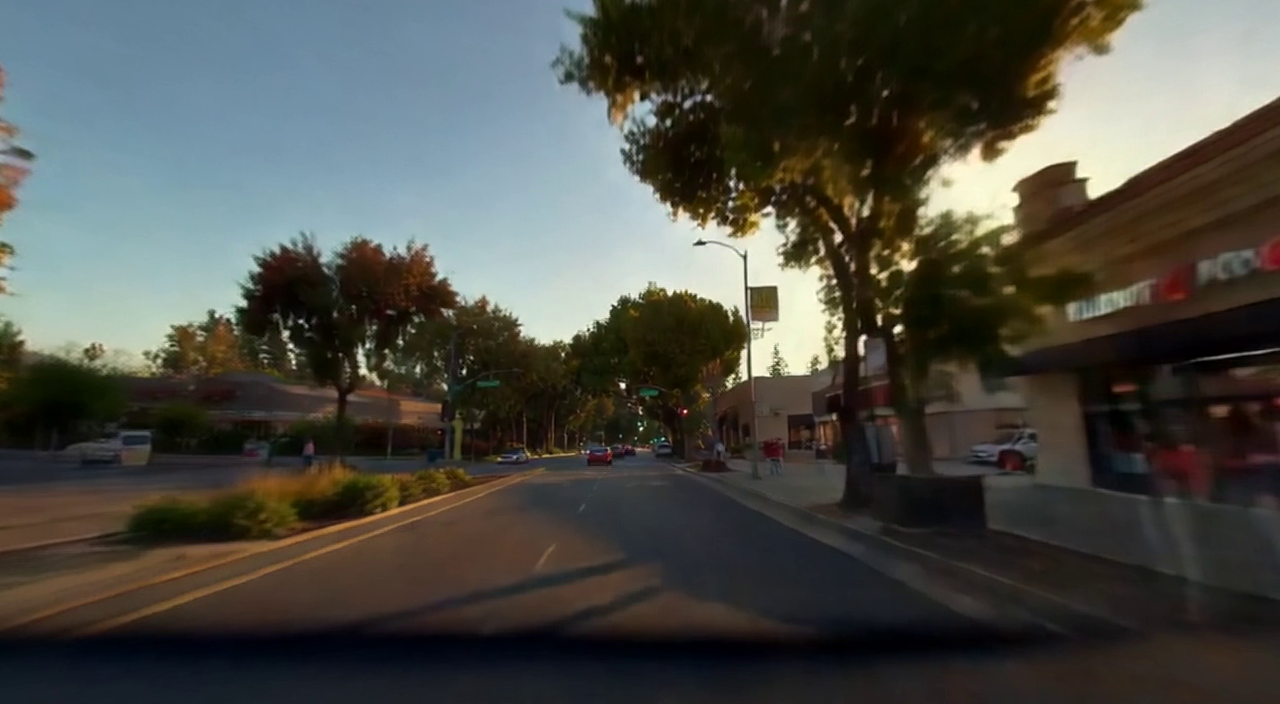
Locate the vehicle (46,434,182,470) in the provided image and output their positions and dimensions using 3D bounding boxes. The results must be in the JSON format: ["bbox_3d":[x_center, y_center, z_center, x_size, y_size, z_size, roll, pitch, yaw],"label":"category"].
[{"bbox_3d":[-23.954,4.603,29.061,1.926,1.425,4.750,-2,-9,4],"label":"vehicle"}]

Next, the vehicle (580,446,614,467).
[{"bbox_3d":[-3.044,7.549,45.954,2.122,1.469,4.388,0,-8,1],"label":"vehicle"}]
